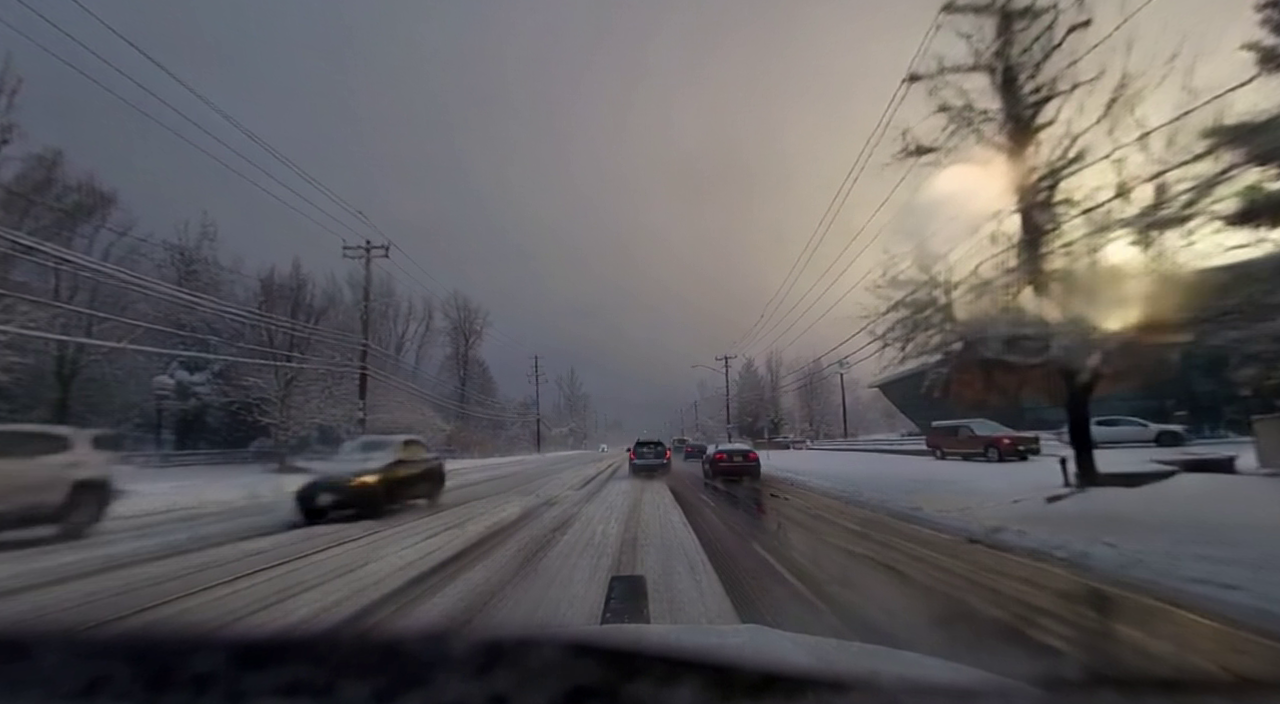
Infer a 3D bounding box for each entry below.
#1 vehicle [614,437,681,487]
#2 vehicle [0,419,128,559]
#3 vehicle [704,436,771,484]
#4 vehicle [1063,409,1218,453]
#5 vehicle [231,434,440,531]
[{"bbox_3d":[0.282,3.955,22.967,2.200,1.653,4.127,0,-8,1],"label":"vehicle"},{"bbox_3d":[-9.539,1.804,7.924,2.109,1.826,4.704,-4,-9,3],"label":"vehicle"},{"bbox_3d":[3.691,4.149,24.565,1.914,1.698,4.049,0,-8,0],"label":"vehicle"},{"bbox_3d":[20.750,3.392,26.433,1.943,1.617,4.713,3,-10,-17],"label":"vehicle"},{"bbox_3d":[-6.150,2.663,13.539,2.187,1.711,4.505,0,-8,1],"label":"vehicle"}]
